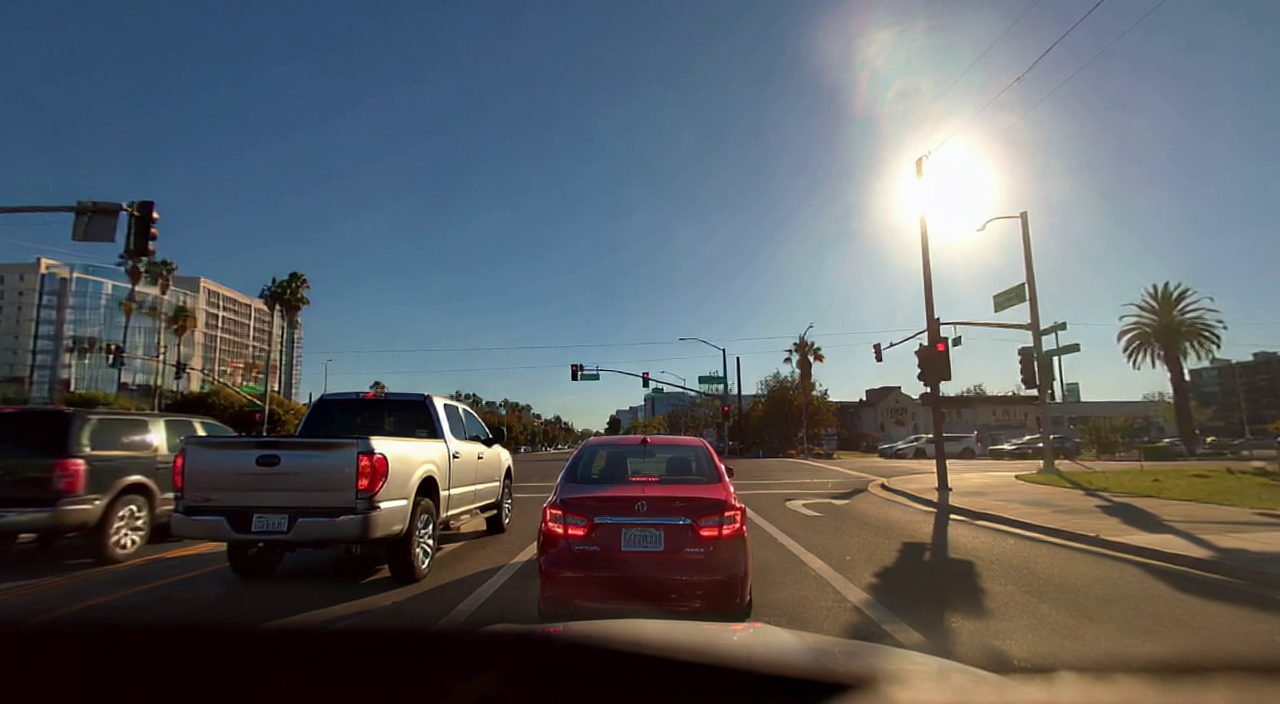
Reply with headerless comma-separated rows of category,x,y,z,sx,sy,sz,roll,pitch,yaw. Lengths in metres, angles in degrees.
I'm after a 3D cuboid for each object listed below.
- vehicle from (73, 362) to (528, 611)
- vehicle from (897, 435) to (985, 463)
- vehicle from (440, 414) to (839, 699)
vehicle,-3.241,1.479,7.901,2.330,1.969,5.626,-1,-8,3
vehicle,18.787,6.070,39.295,4.466,1.717,1.963,0,-8,2
vehicle,0.025,1.399,5.497,2.122,1.501,4.152,0,-8,1
